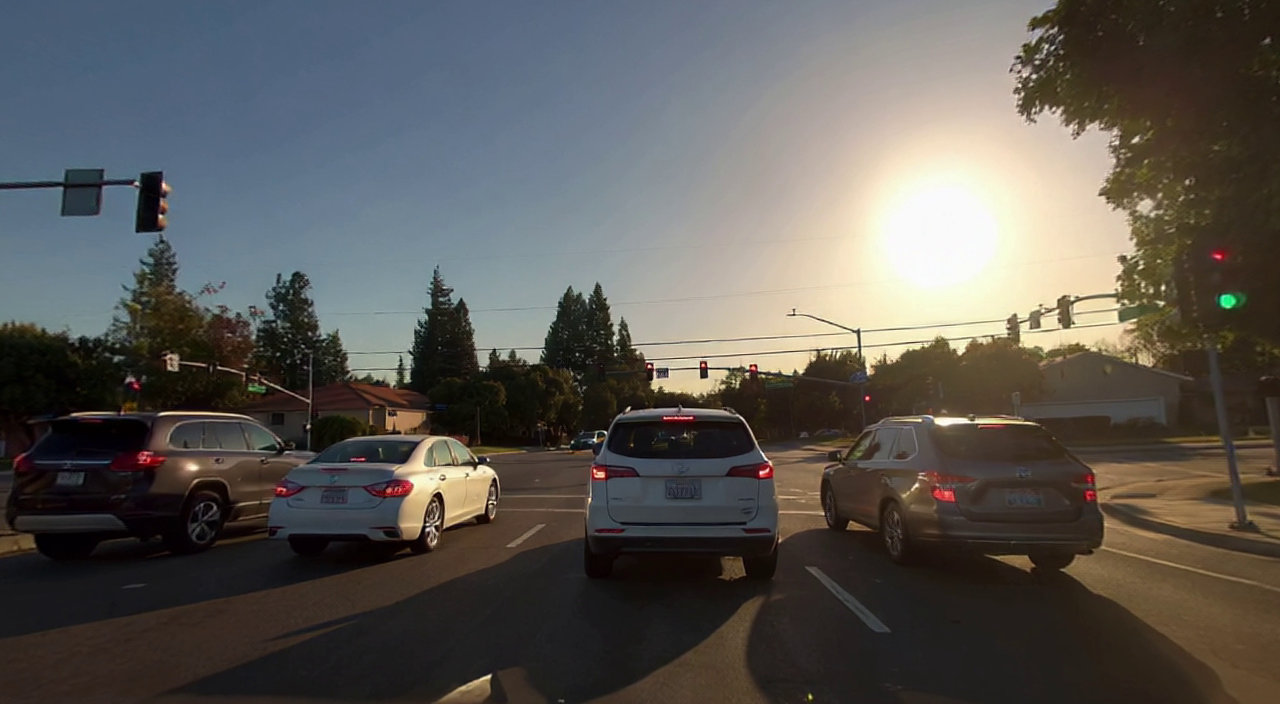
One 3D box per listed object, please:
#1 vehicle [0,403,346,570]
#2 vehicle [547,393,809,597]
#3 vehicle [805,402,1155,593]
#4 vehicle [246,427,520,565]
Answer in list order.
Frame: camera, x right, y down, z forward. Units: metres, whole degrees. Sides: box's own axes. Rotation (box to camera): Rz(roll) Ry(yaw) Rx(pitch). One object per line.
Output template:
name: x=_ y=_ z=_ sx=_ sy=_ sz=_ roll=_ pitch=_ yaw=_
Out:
vehicle: x=-6.634 y=1.816 z=9.321 sx=2.075 sy=1.796 sz=4.785 roll=0 pitch=-8 yaw=2
vehicle: x=0.396 y=1.515 z=7.488 sx=2.198 sy=1.708 sz=4.170 roll=0 pitch=-8 yaw=2
vehicle: x=3.530 y=1.587 z=7.746 sx=2.047 sy=1.638 sz=4.395 roll=-1 pitch=-8 yaw=4
vehicle: x=-3.236 y=1.887 z=9.104 sx=1.885 sy=1.475 sz=4.359 roll=-1 pitch=-8 yaw=4
